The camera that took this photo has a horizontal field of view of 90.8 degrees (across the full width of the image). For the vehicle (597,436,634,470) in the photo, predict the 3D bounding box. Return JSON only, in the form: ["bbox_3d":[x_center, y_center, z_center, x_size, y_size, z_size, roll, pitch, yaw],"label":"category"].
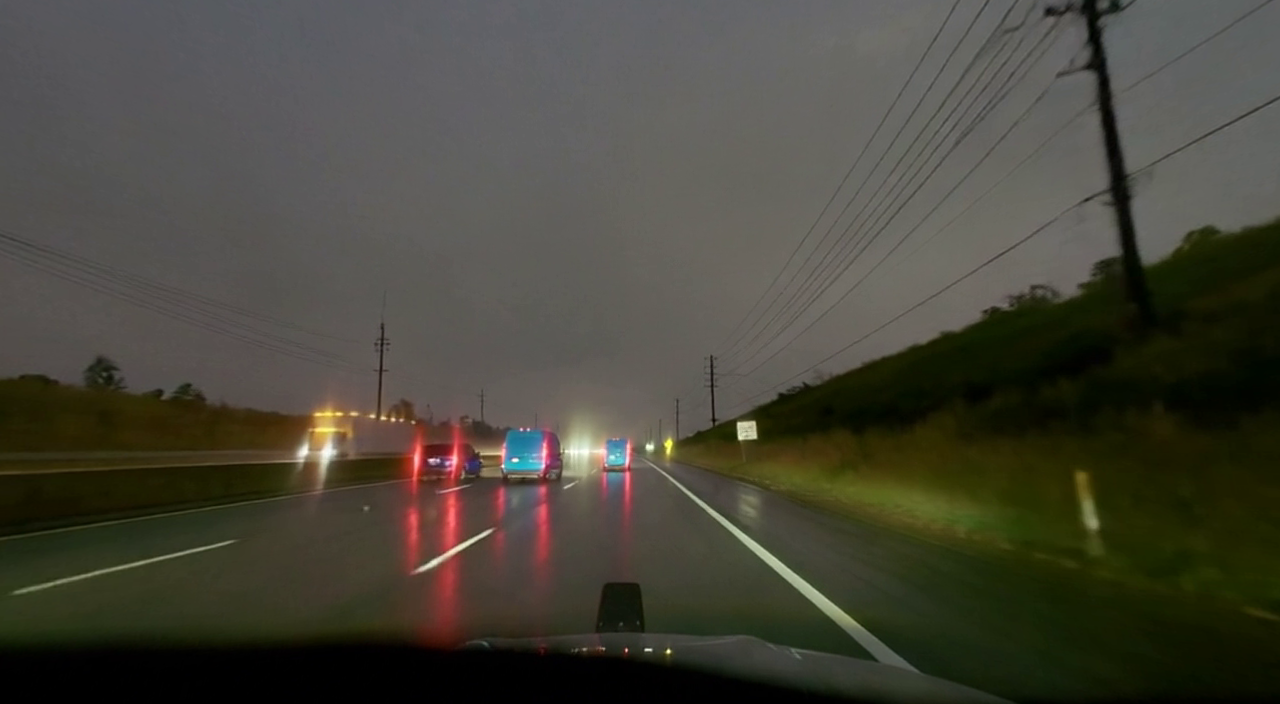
[{"bbox_3d":[-1.547,6.459,40.397,2.197,2.011,5.130,0,-9,-2],"label":"vehicle"}]

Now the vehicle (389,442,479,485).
[{"bbox_3d":[-8.011,4.380,25.079,1.975,1.540,4.759,0,-9,0],"label":"vehicle"}]

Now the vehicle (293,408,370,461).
[{"bbox_3d":[-24.113,6.564,49.675,3.020,3.938,5.806,0,-9,-1],"label":"vehicle"}]

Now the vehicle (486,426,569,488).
[{"bbox_3d":[-3.961,3.836,23.211,2.145,2.010,4.980,0,-9,-1],"label":"vehicle"}]
